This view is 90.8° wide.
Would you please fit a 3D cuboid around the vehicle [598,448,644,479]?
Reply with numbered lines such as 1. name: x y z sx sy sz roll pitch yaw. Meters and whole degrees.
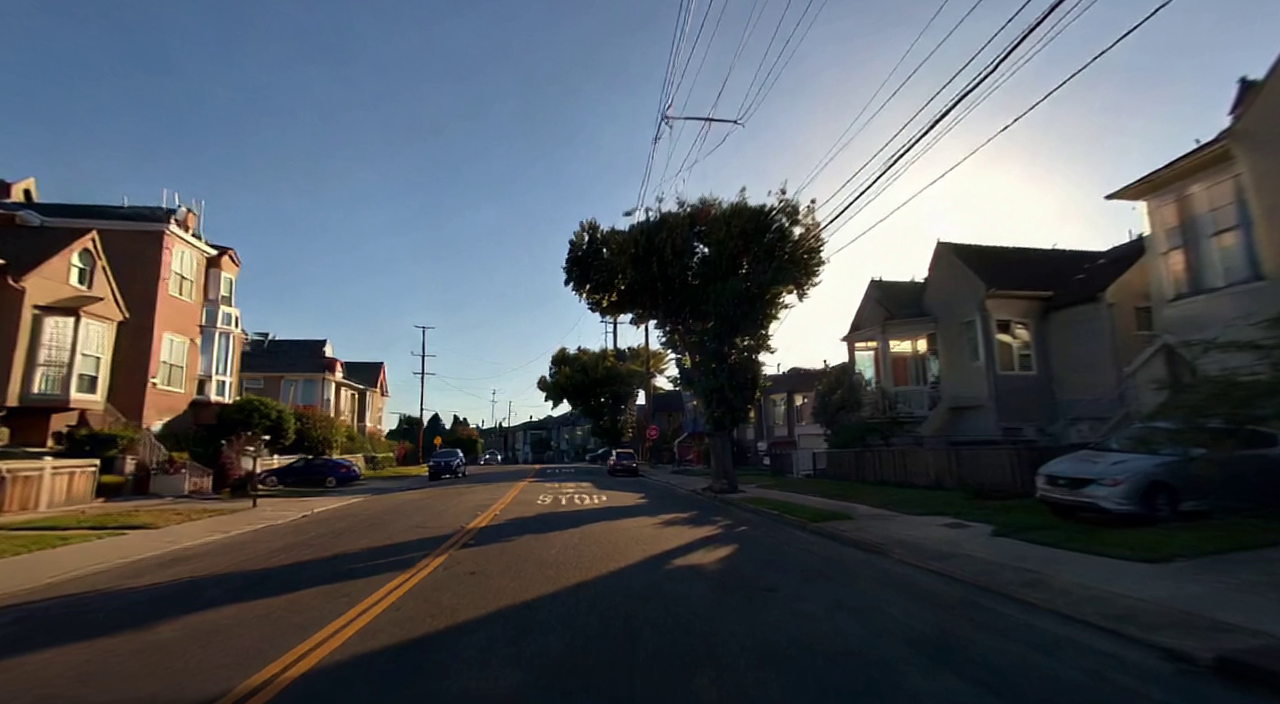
1. vehicle: -1.121 6.031 34.505 2.080 1.531 4.415 1 -9 -7

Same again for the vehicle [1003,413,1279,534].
1. vehicle: 7.774 1.717 9.196 3.825 1.547 1.829 0 -9 -2

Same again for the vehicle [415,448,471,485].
1. vehicle: -11.137 6.462 36.023 2.156 1.728 4.619 -1 -7 -6

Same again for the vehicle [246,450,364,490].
1. vehicle: -15.285 5.386 29.030 4.266 1.674 1.933 1 -9 -7
